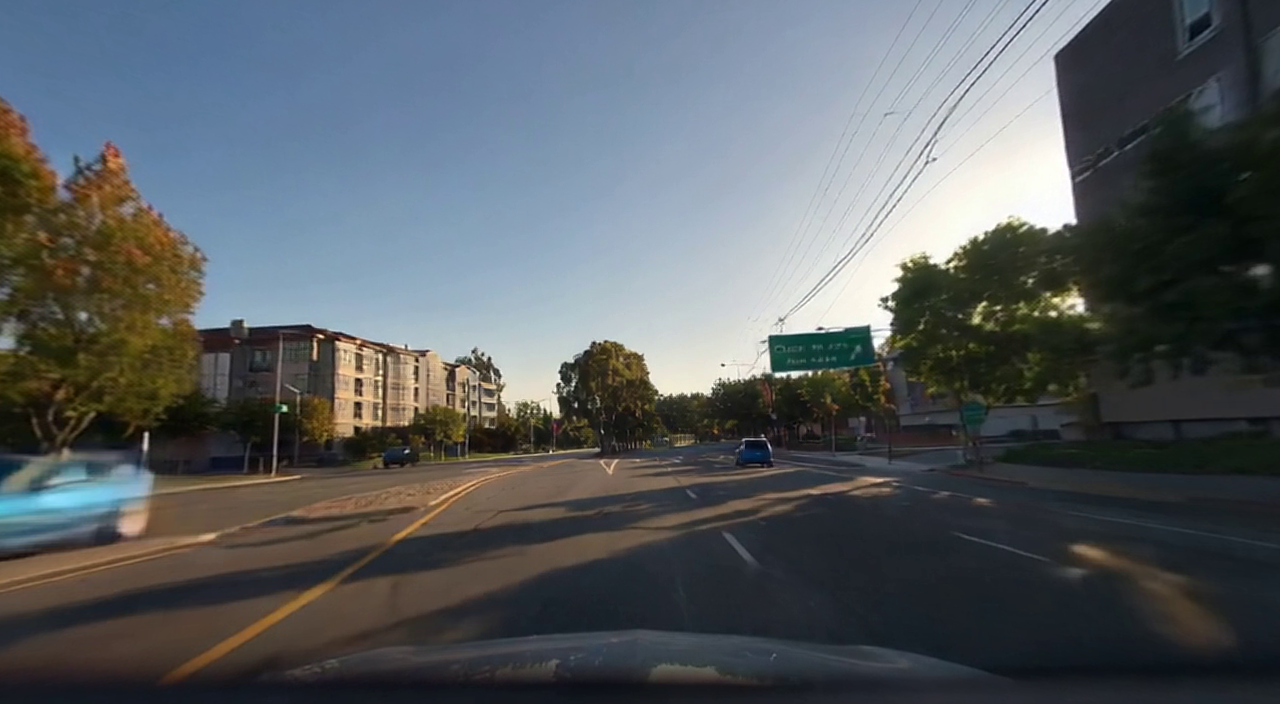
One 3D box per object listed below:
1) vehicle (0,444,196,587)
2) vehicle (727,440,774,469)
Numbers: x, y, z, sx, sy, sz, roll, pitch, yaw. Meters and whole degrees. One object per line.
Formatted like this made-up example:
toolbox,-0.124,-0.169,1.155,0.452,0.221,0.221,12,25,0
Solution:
vehicle,-9.345,2.309,9.340,2.041,1.829,4.797,0,-9,-1
vehicle,5.993,5.597,34.567,1.908,1.476,3.880,0,-9,0
